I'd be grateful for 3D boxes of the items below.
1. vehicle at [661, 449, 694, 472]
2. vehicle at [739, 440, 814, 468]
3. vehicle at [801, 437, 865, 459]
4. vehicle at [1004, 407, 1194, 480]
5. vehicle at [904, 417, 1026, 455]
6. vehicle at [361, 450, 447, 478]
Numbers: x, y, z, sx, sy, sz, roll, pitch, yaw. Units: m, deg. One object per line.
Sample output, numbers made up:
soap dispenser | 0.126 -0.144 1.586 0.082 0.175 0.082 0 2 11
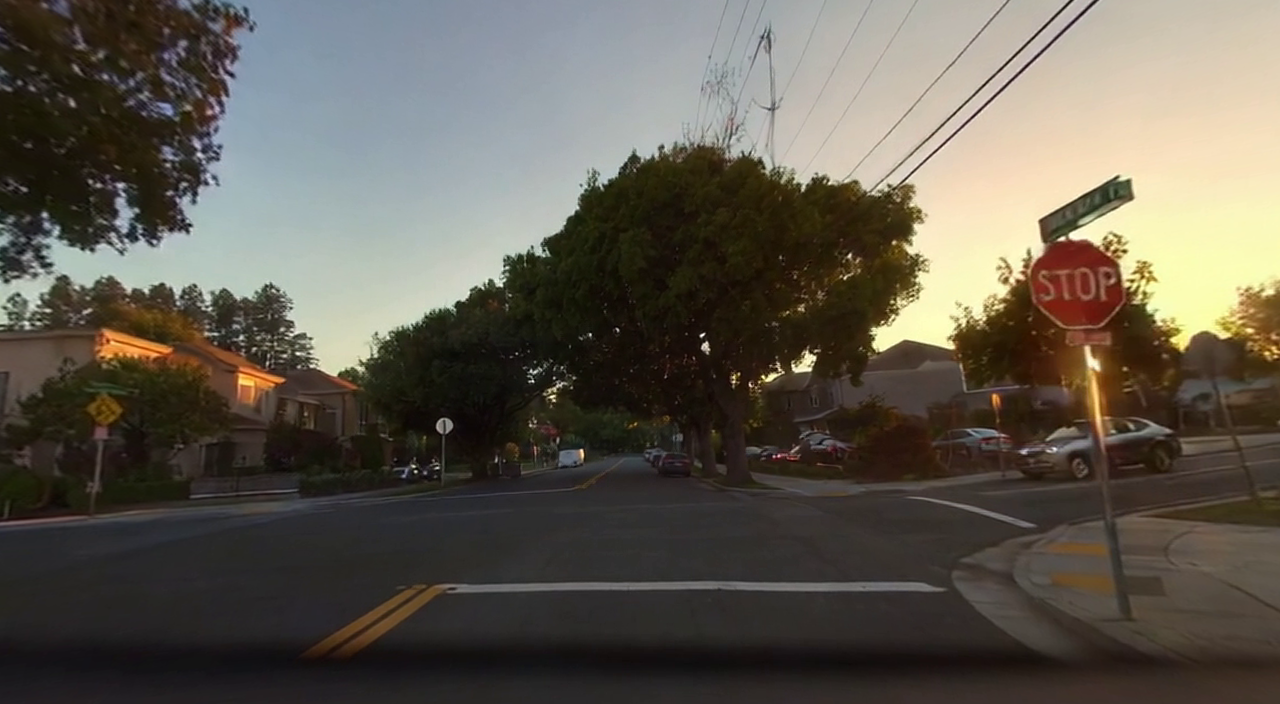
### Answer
vehicle | 2.773 8.160 47.641 2.000 1.560 4.487 0 -8 -2
vehicle | 9.063 6.827 41.946 4.399 1.537 1.859 4 -20 -21
vehicle | 13.484 6.700 44.084 4.032 1.444 1.747 3 -9 -23
vehicle | 14.828 2.983 20.512 4.788 1.875 2.148 1 -20 -16
vehicle | 14.688 3.867 28.846 1.960 1.584 4.669 3 -9 -24
vehicle | -12.666 6.026 34.024 3.937 1.390 1.644 0 -7 -1
